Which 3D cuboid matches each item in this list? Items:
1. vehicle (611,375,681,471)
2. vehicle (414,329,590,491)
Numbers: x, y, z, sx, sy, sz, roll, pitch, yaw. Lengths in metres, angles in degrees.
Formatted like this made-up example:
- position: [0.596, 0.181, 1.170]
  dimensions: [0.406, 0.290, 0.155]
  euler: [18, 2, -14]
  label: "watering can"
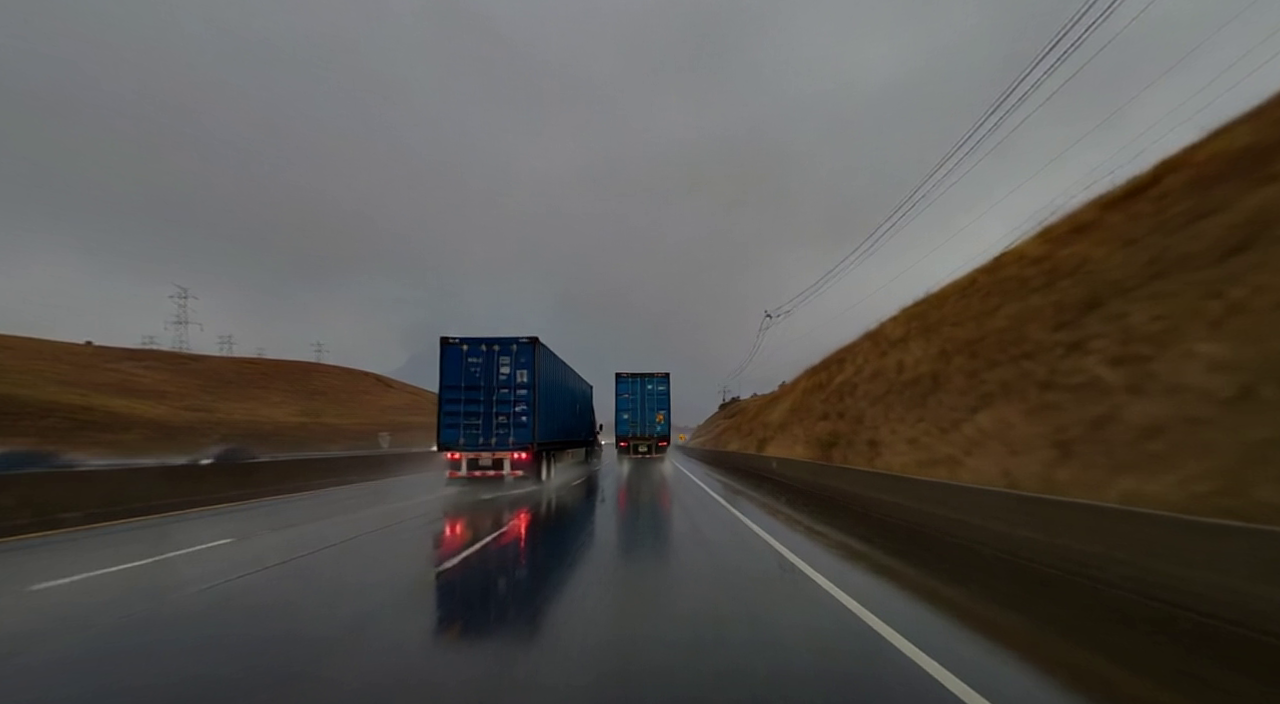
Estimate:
- position: [0.121, 3.862, 32.882]
  dimensions: [3.006, 4.120, 11.586]
  euler: [0, -8, -1]
  label: "vehicle"
- position: [-4.004, 2.411, 22.737]
  dimensions: [3.065, 4.105, 13.706]
  euler: [0, -8, 1]
  label: "vehicle"
